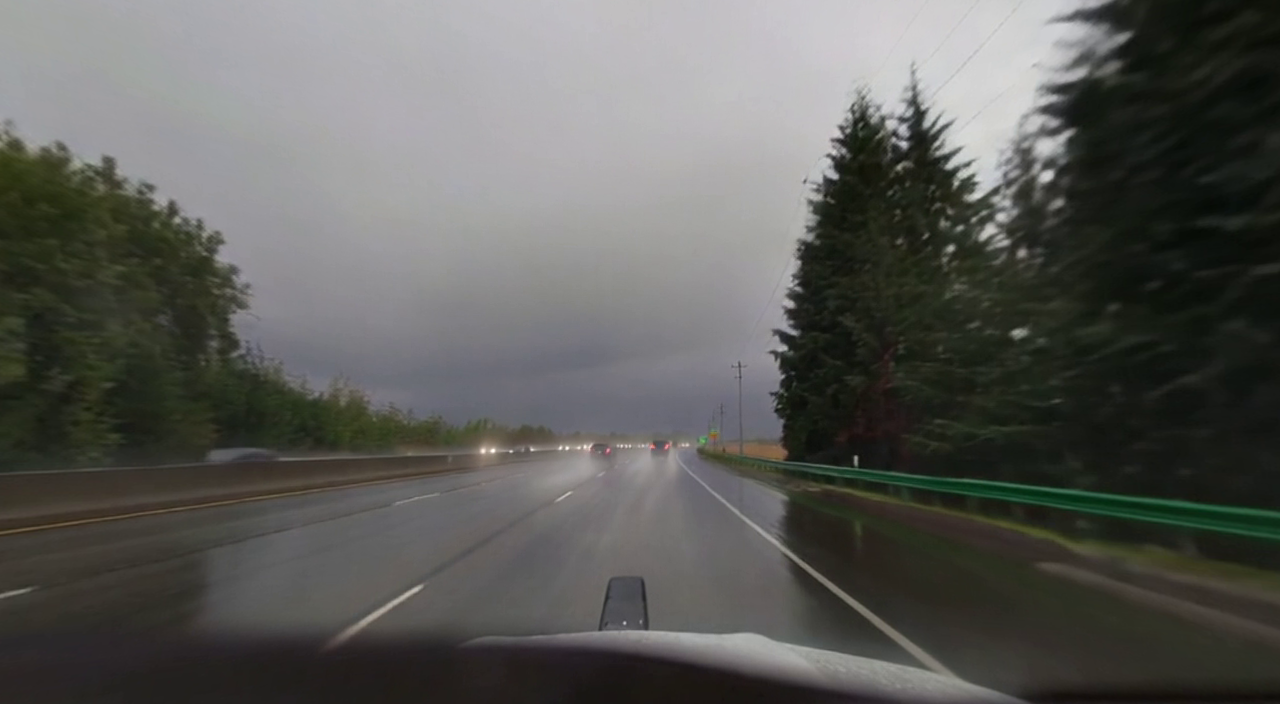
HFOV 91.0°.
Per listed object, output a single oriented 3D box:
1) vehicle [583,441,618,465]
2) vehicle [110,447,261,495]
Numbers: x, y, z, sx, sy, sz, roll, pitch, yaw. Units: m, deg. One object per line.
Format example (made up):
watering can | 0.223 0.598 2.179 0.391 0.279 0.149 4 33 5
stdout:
vehicle | -2.717 7.010 43.903 2.021 1.515 4.453 0 -8 2
vehicle | -16.041 4.185 22.585 2.069 1.485 4.453 0 -8 1
